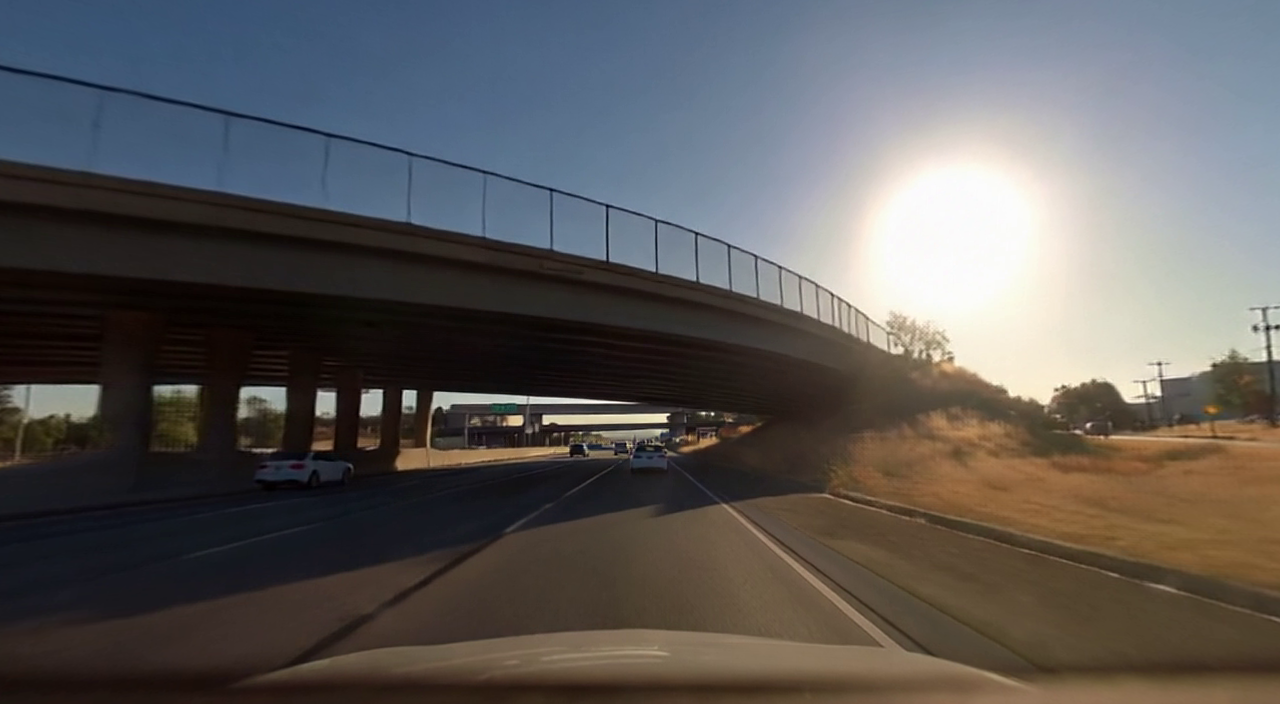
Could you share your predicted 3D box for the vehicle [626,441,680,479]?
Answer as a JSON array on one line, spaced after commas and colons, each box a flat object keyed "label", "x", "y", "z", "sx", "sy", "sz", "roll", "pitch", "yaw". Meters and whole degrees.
[{"label": "vehicle", "x": 0.533, "y": 4.626, "z": 27.328, "sx": 2.145, "sy": 1.493, "sz": 4.146, "roll": 0, "pitch": -9, "yaw": 0}]

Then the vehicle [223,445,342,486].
[{"label": "vehicle", "x": -14.437, "y": 4.570, "z": 25.877, "sx": 1.960, "sy": 1.505, "sz": 4.854, "roll": 0, "pitch": -9, "yaw": 2}]
